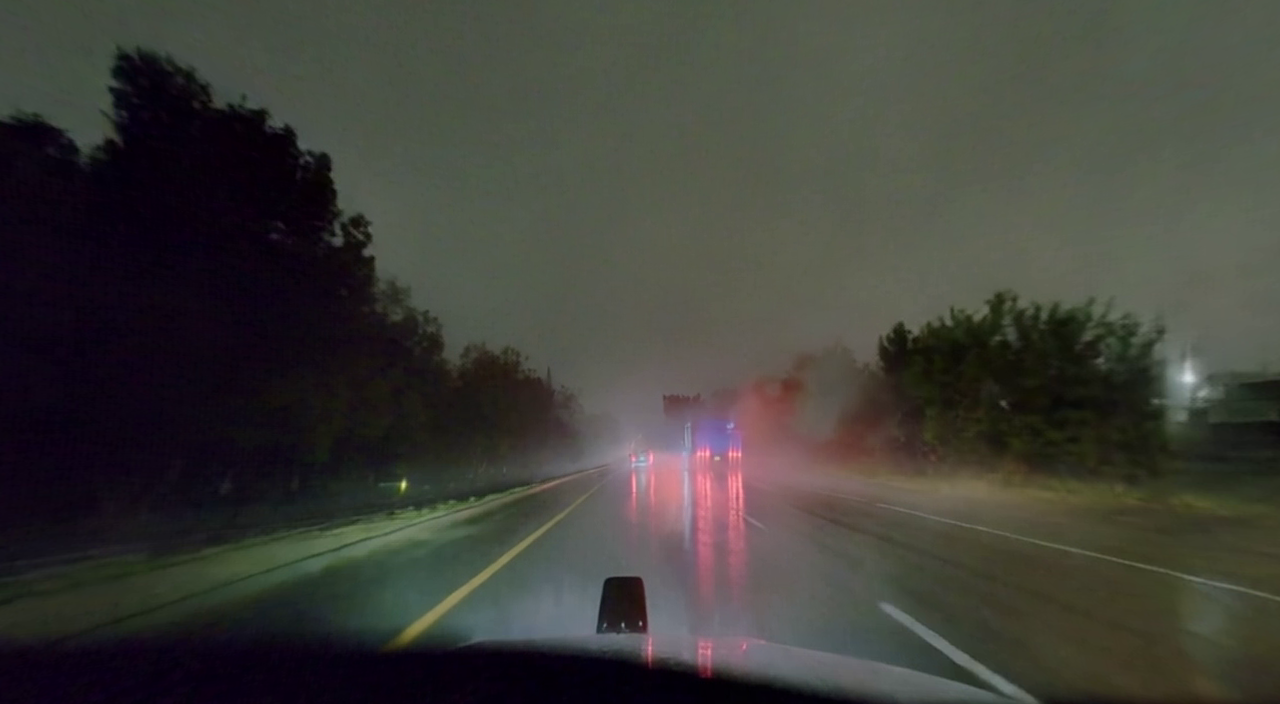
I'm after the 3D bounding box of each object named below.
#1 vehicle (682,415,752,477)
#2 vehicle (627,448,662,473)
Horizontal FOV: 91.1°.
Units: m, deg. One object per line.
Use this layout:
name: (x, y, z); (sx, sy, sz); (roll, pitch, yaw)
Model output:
vehicle: (4.330, 5.557, 37.205); (3.015, 3.211, 7.982); (0, -8, -1)
vehicle: (0.329, 6.967, 40.570); (2.170, 1.544, 4.373); (0, -8, 1)
